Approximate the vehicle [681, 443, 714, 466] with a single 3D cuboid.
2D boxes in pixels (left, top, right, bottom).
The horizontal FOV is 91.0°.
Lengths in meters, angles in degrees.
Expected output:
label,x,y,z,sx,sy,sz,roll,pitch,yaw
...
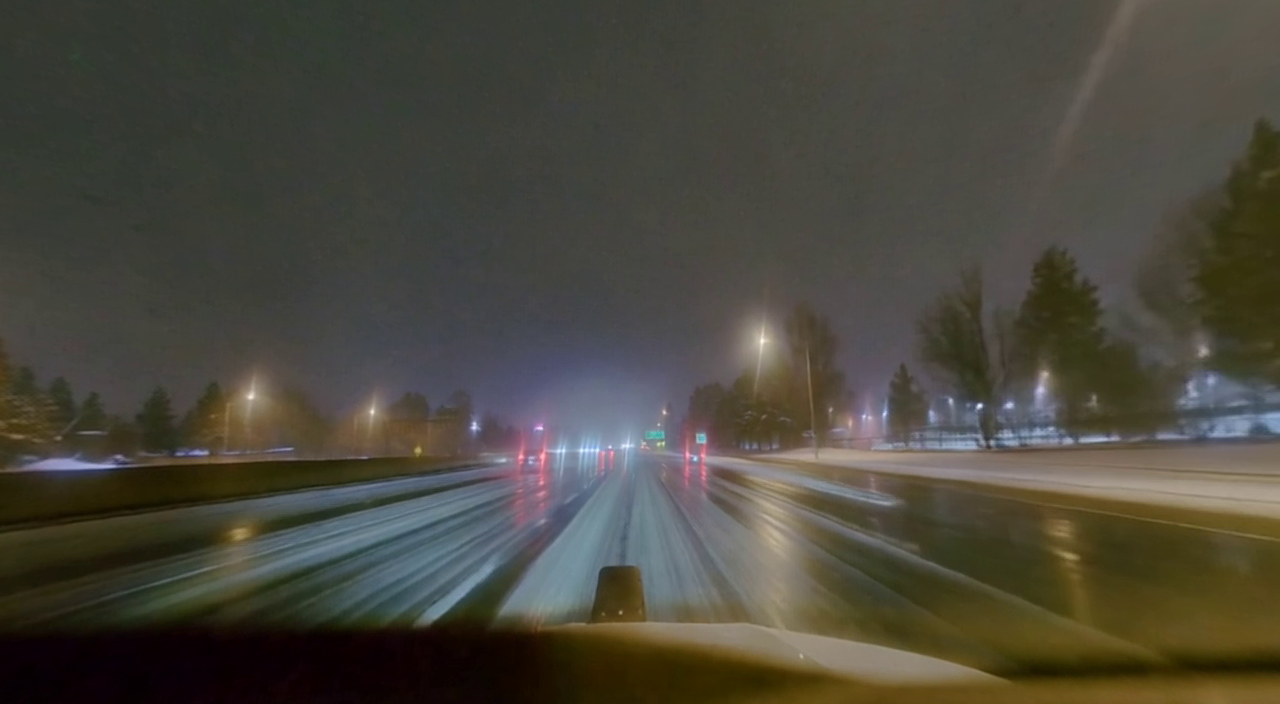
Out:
label,x,y,z,sx,sy,sz,roll,pitch,yaw
vehicle,4.334,7.792,48.024,2.047,1.662,4.243,0,-9,-1
